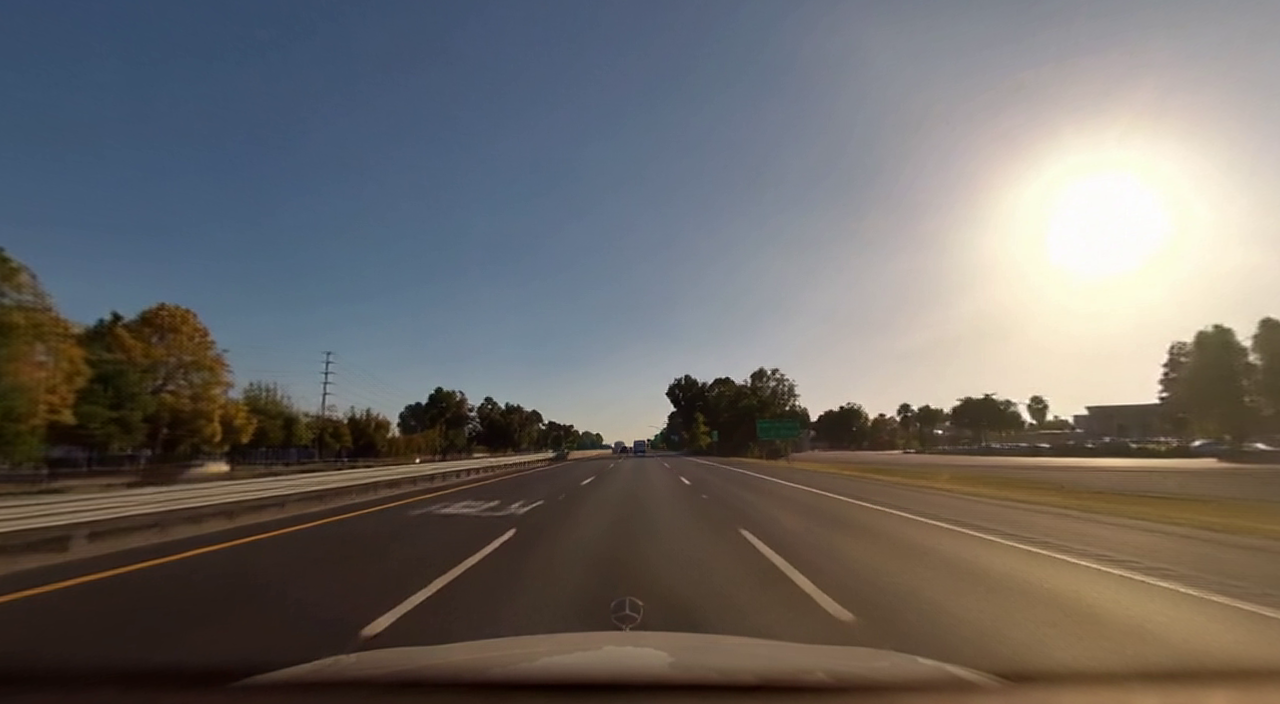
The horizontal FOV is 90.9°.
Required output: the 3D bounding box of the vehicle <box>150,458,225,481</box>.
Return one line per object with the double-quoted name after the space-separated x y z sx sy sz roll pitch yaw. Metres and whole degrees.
-32.236 8.371 45.132 1.843 1.461 4.694 -1 -8 1 "vehicle"
